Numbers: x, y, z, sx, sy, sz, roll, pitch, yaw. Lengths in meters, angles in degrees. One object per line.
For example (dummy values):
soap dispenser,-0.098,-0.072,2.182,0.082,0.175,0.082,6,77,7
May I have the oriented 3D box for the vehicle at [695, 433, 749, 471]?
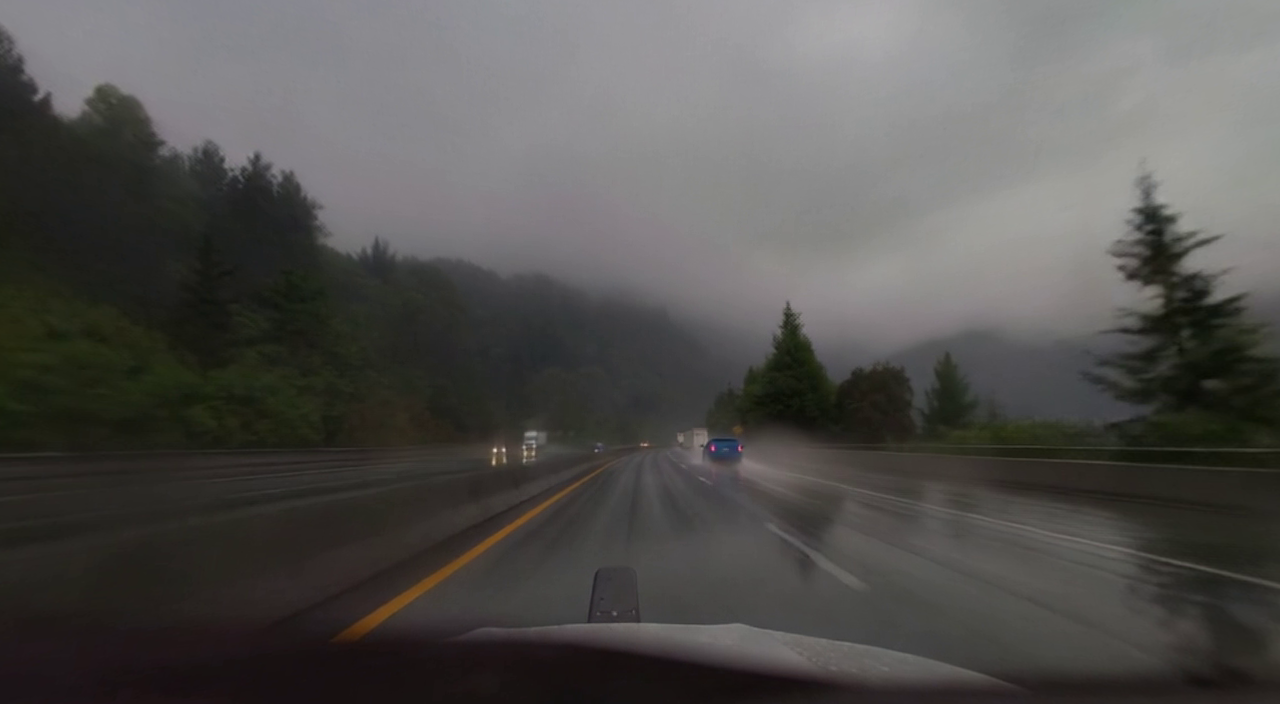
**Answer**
vehicle,3.847,4.762,30.241,2.022,1.663,4.245,-1,-8,0
